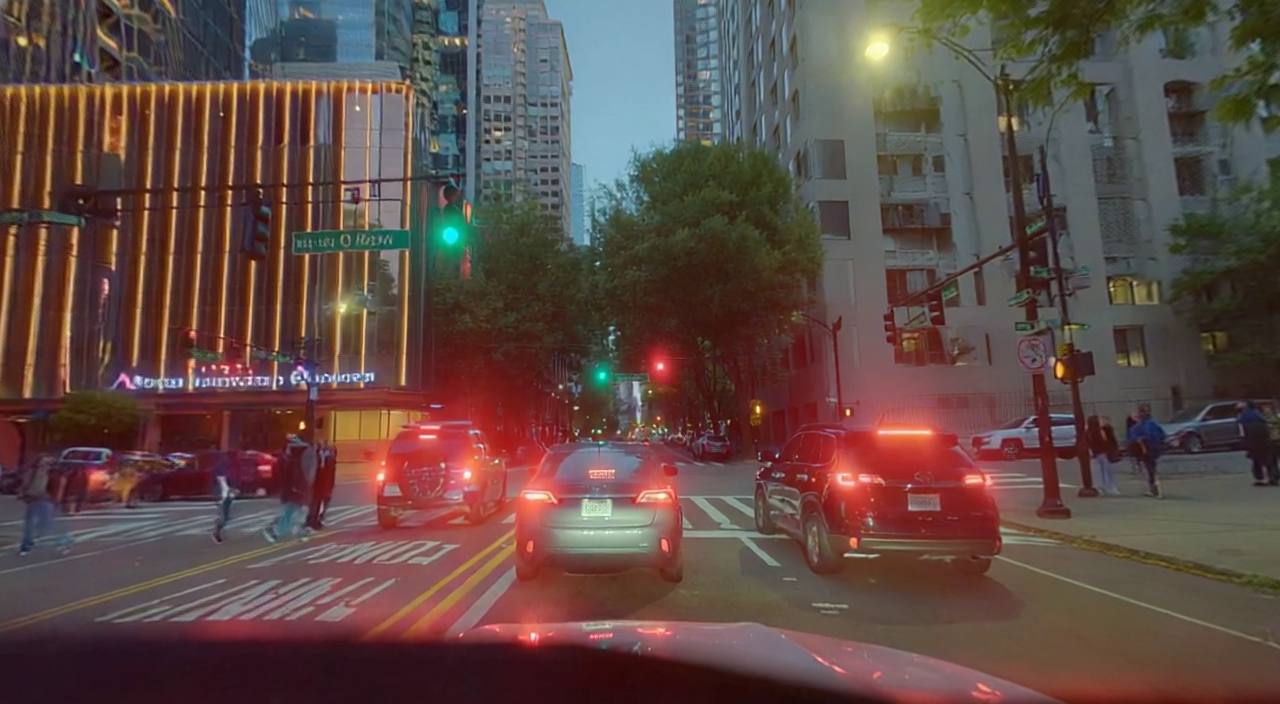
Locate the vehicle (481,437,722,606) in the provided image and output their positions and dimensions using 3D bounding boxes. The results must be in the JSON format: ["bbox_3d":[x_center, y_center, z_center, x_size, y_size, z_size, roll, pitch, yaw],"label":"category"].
[{"bbox_3d":[-0.360,1.787,7.647,2.092,1.454,4.132,0,-8,-1],"label":"vehicle"}]

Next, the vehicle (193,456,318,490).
[{"bbox_3d":[-17.911,5.617,29.537,4.673,1.478,2.114,-2,-9,11],"label":"vehicle"}]

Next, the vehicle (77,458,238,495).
[{"bbox_3d":[-20.261,5.247,26.704,5.153,1.449,1.966,0,-8,0],"label":"vehicle"}]

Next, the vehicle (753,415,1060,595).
[{"bbox_3d":[3.041,1.849,8.630,2.072,1.735,4.759,0,-8,0],"label":"vehicle"}]

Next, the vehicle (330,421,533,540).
[{"bbox_3d":[-3.695,2.392,12.526,2.190,1.840,5.272,0,-8,0],"label":"vehicle"}]

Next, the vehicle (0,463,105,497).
[{"bbox_3d":[-28.995,6.138,30.439,4.636,1.482,1.886,0,-8,-1],"label":"vehicle"}]

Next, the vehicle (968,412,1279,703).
[{"bbox_3d":[2.740,0.808,1.119,1.902,1.454,4.540,0,-8,0],"label":"vehicle"}]
